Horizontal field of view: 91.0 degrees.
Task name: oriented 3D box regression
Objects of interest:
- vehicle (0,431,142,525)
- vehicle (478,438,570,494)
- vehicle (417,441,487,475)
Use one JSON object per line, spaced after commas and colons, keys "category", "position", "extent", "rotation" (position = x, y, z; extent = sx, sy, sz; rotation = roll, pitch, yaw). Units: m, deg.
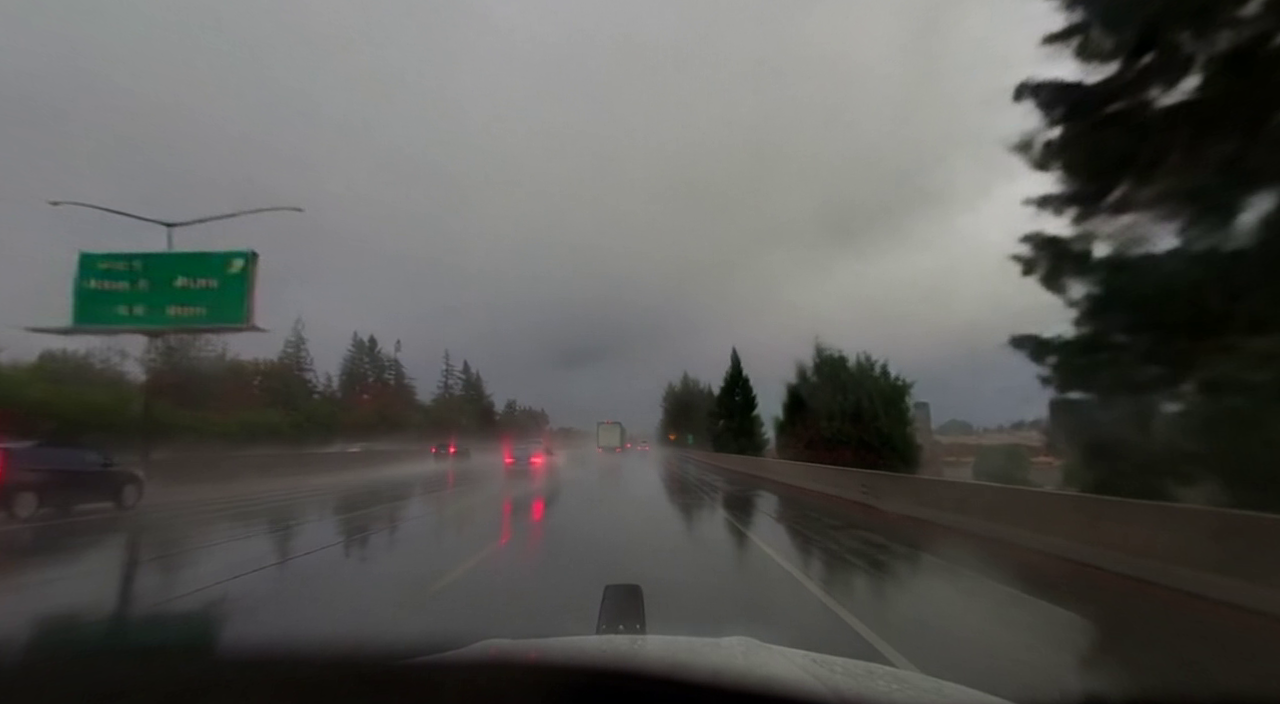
{"category": "vehicle", "position": [-11.125, 2.025, 10.232], "extent": [1.920, 1.476, 4.973], "rotation": [0, -8, 1]}
{"category": "vehicle", "position": [-3.452, 3.469, 19.590], "extent": [1.931, 1.528, 4.126], "rotation": [0, -8, 2]}
{"category": "vehicle", "position": [-9.084, 5.140, 30.871], "extent": [2.036, 1.506, 4.358], "rotation": [0, -8, 1]}
